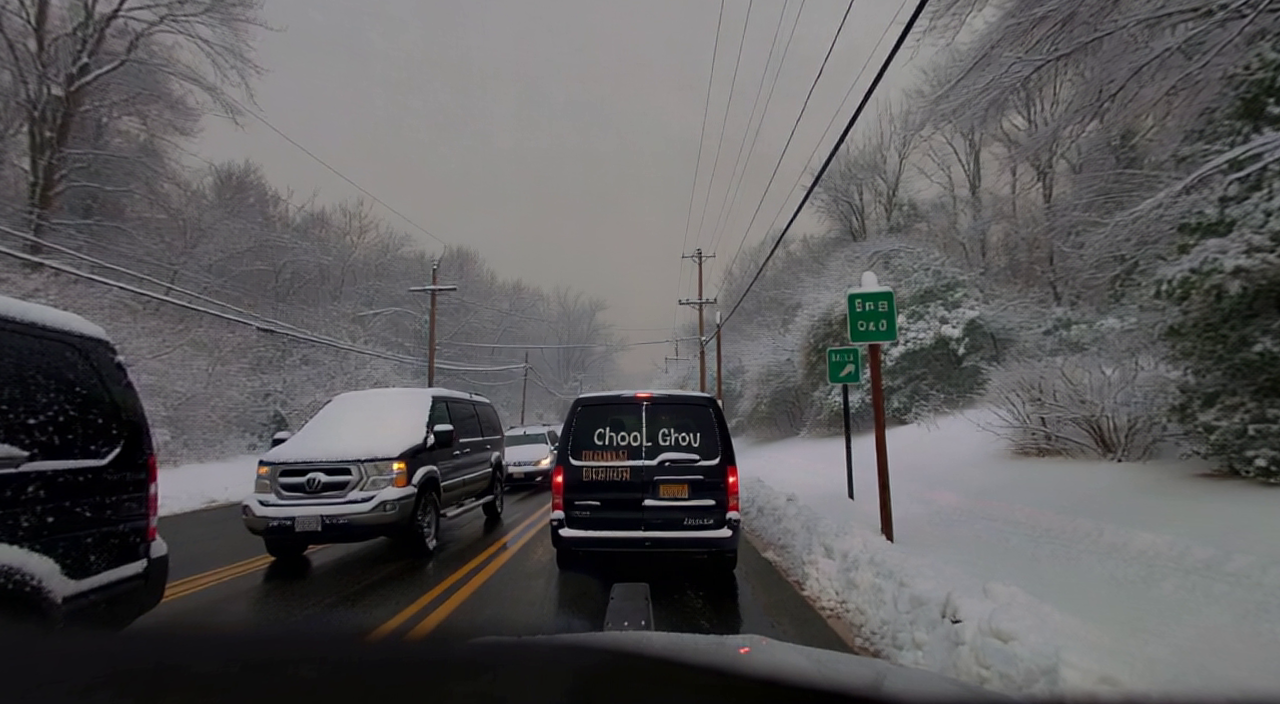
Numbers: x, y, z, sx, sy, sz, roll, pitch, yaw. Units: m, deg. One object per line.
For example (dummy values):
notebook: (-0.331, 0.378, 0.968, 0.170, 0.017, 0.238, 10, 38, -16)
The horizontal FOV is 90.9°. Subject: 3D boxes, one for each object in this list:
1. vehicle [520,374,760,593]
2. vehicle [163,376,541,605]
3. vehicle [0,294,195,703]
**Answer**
vehicle: (0.107, 1.461, 7.690, 2.117, 1.911, 4.095, -1, -8, 3)
vehicle: (-2.755, 1.481, 7.618, 2.109, 1.851, 4.749, -1, -8, 3)
vehicle: (-3.125, 0.473, 0.237, 2.160, 1.796, 4.997, 0, -8, 1)
